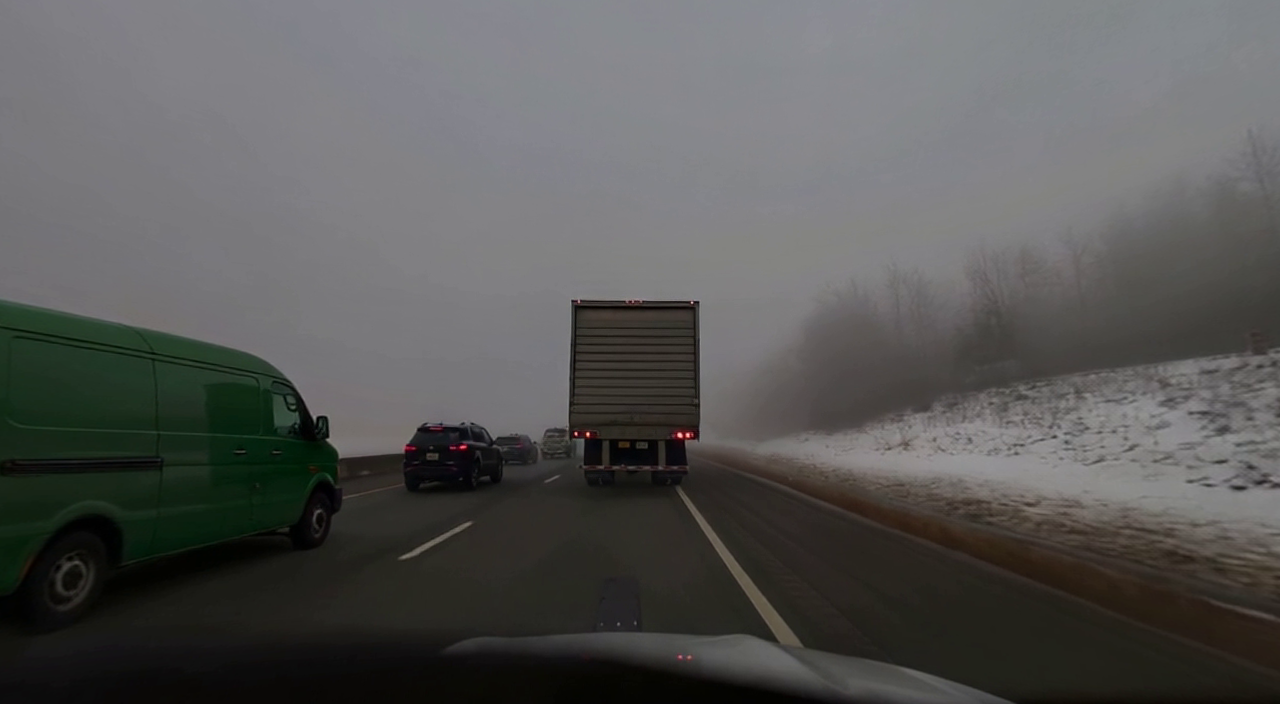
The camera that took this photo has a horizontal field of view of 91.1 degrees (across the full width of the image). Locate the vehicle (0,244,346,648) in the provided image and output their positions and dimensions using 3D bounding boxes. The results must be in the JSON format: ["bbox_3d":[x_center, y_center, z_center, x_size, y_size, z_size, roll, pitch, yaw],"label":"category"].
[{"bbox_3d":[-5.260,0.834,5.743,2.478,2.515,5.438,0,-8,0],"label":"vehicle"}]

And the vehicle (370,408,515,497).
[{"bbox_3d":[-4.926,2.586,16.590,2.168,1.985,4.952,0,-8,0],"label":"vehicle"}]

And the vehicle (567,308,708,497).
[{"bbox_3d":[-0.060,1.717,18.421,2.953,4.041,10.072,0,-8,0],"label":"vehicle"}]

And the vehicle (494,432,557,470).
[{"bbox_3d":[-4.897,4.281,27.512,1.931,1.539,4.441,0,-8,0],"label":"vehicle"}]
